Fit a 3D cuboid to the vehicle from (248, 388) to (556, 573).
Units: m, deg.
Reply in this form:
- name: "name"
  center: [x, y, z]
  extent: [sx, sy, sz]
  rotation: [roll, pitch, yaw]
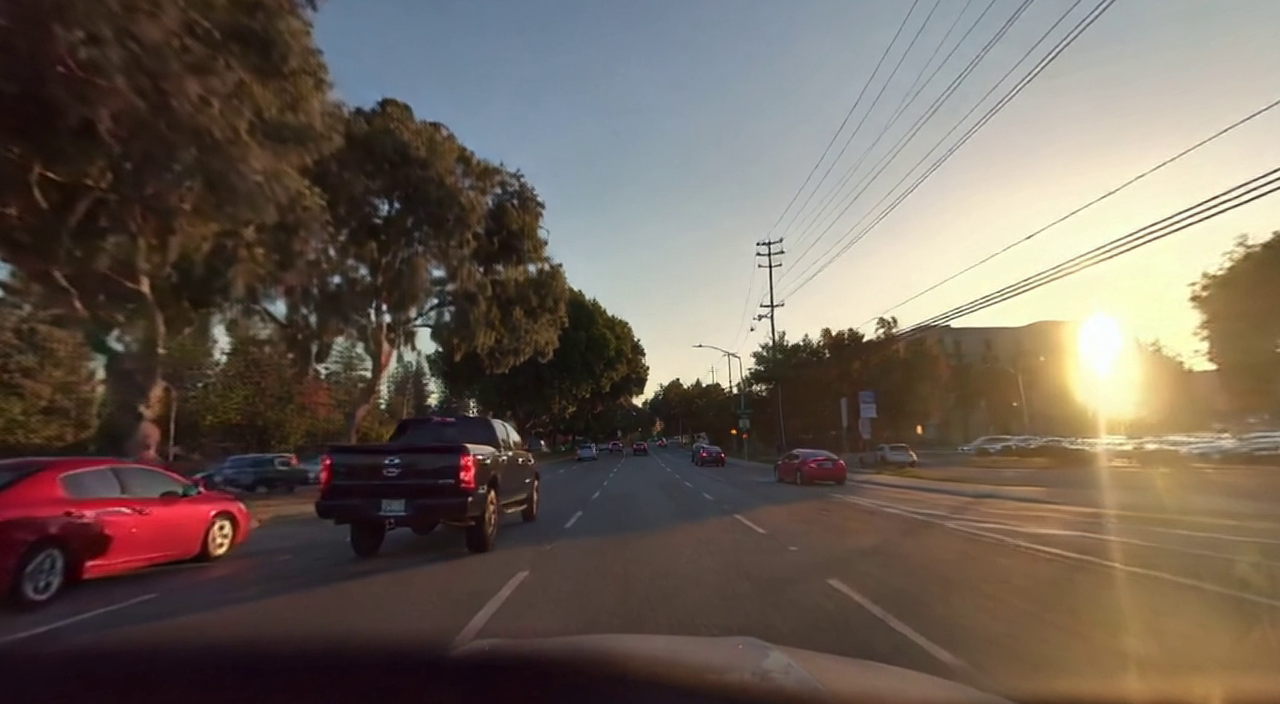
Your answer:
- name: "vehicle"
  center: [-2.999, 1.876, 10.007]
  extent: [2.467, 1.991, 6.089]
  rotation: [-1, -9, 0]

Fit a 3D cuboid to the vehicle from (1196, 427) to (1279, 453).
- name: "vehicle"
  center: [38.216, 5.591, 40.068]
  extent: [4.628, 1.574, 2.349]
  rotation: [3, -10, -20]

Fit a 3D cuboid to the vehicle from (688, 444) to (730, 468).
- name: "vehicle"
  center: [4.517, 6.895, 42.006]
  extent: [2.071, 1.435, 4.226]
  rotation: [0, -9, -4]

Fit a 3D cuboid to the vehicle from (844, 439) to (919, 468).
- name: "vehicle"
  center: [17.193, 7.307, 45.412]
  extent: [2.267, 1.925, 5.964]
  rotation: [1, -9, -9]

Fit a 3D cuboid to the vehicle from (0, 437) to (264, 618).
- name: "vehicle"
  center: [-6.372, 1.674, 6.517]
  extent: [2.035, 1.497, 4.723]
  rotation: [-1, -9, 1]

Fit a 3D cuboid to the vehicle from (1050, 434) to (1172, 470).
- name: "vehicle"
  center: [22.828, 4.859, 30.818]
  extent: [1.860, 1.597, 4.261]
  rotation: [4, -10, -25]

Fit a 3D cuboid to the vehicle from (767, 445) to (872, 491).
- name: "vehicle"
  center: [6.230, 4.069, 22.529]
  extent: [1.840, 1.428, 4.602]
  rotation: [1, -9, -8]
